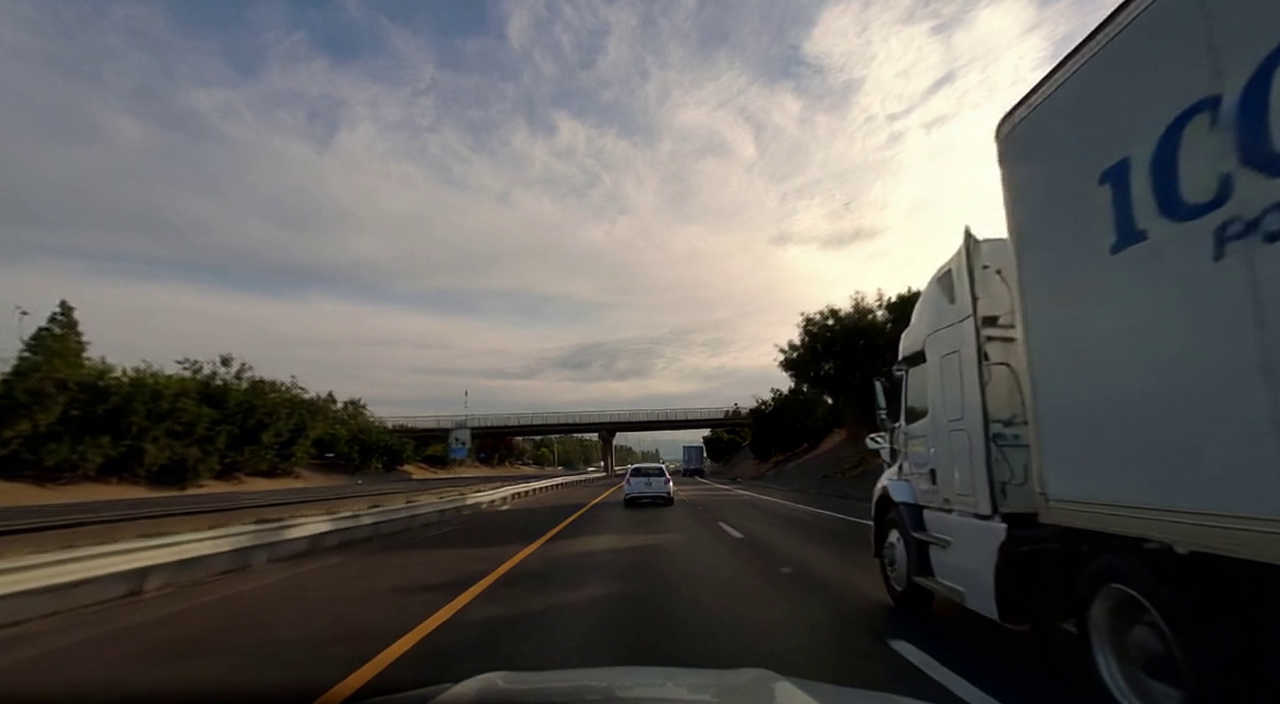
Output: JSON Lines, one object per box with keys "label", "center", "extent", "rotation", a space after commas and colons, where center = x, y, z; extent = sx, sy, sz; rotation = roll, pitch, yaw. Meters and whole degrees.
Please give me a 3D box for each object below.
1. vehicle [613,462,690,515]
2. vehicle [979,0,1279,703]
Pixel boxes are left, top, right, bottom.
{"label": "vehicle", "center": [0.332, 4.187, 19.608], "extent": [2.156, 1.444, 3.762], "rotation": [1, -10, 0]}
{"label": "vehicle", "center": [4.330, -0.086, 1.992], "extent": [3.008, 3.920, 5.910], "rotation": [1, -10, 0]}
